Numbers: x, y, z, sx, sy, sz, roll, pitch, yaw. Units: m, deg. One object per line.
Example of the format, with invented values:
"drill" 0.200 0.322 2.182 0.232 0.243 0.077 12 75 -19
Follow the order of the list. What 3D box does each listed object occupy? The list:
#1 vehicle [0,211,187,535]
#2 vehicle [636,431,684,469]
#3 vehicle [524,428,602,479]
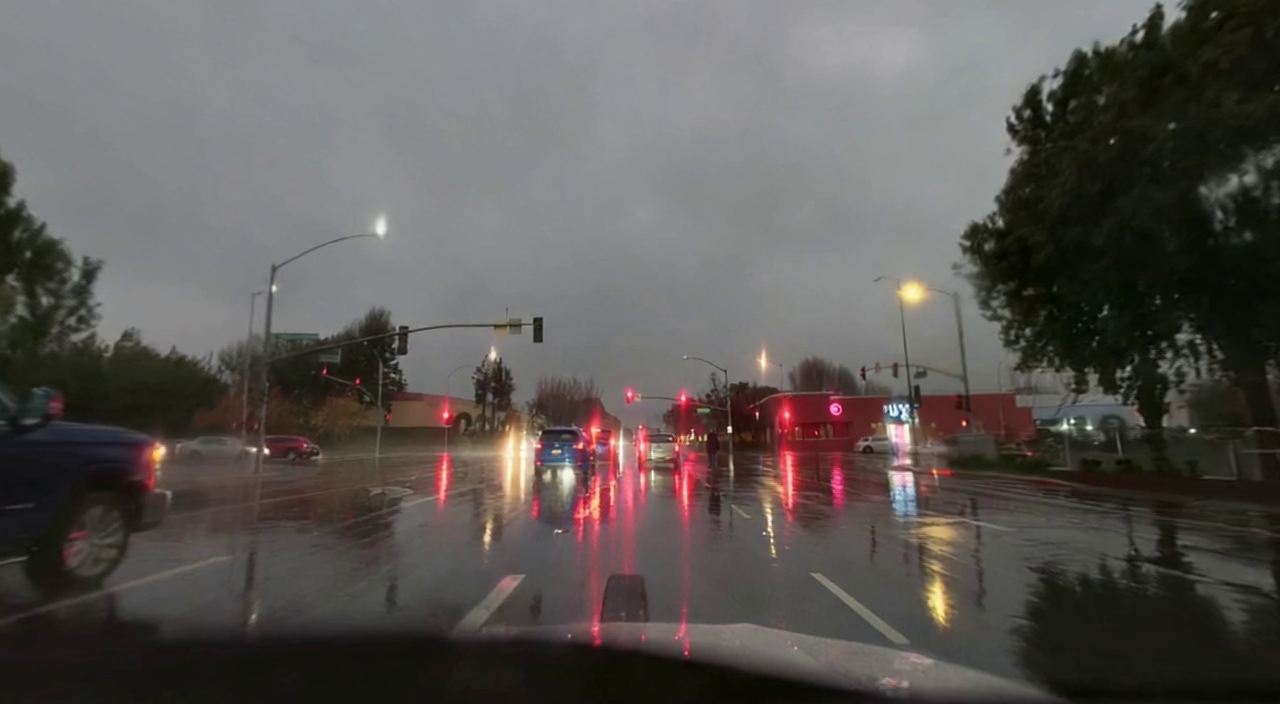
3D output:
"vehicle" -9.405 -0.120 5.172 3.054 3.962 11.136 0 -8 -1
"vehicle" 0.969 4.868 31.361 2.204 1.738 4.690 0 -8 1
"vehicle" -2.711 3.717 23.218 2.006 1.707 4.448 -1 -8 4
